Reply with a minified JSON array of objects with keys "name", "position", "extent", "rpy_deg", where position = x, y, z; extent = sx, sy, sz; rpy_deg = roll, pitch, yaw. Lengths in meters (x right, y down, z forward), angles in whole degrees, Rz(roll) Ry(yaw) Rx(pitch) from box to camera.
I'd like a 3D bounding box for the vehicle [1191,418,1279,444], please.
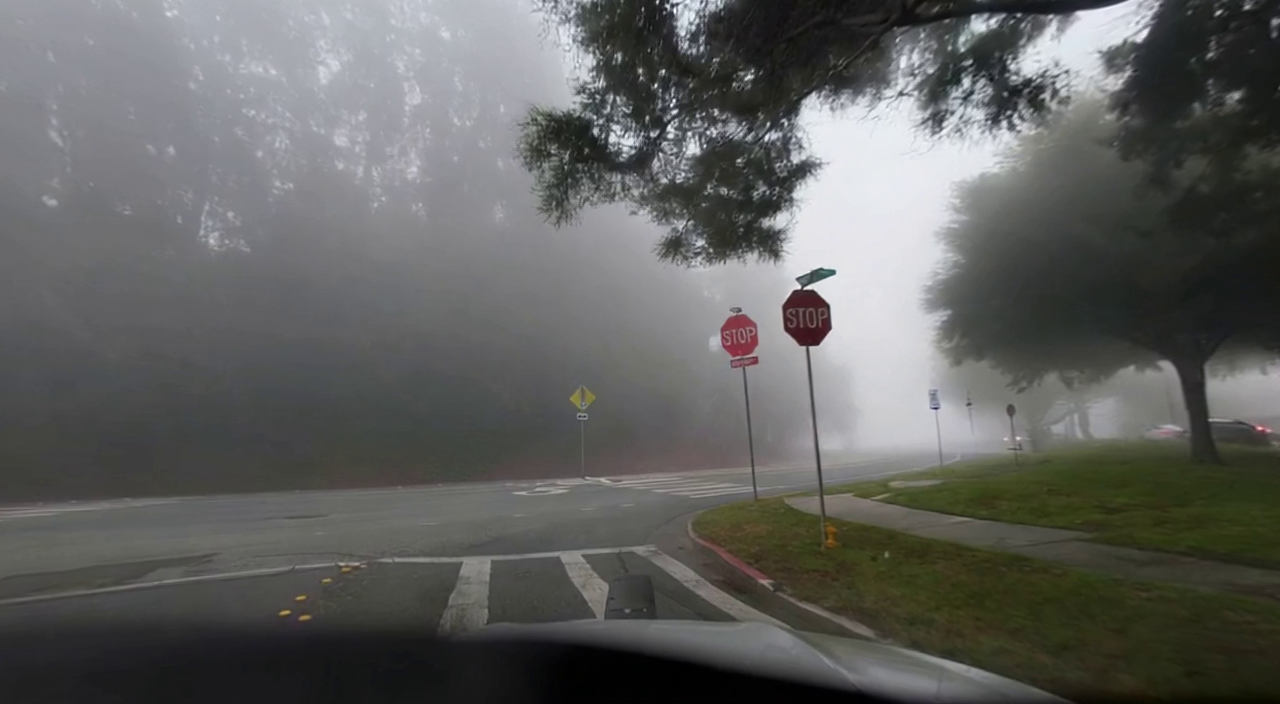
[{"name":"vehicle","position":[42.754,5.626,44.763],"extent":[5.199,1.776,1.986],"rpy_deg":[-1,-8,3]}]
